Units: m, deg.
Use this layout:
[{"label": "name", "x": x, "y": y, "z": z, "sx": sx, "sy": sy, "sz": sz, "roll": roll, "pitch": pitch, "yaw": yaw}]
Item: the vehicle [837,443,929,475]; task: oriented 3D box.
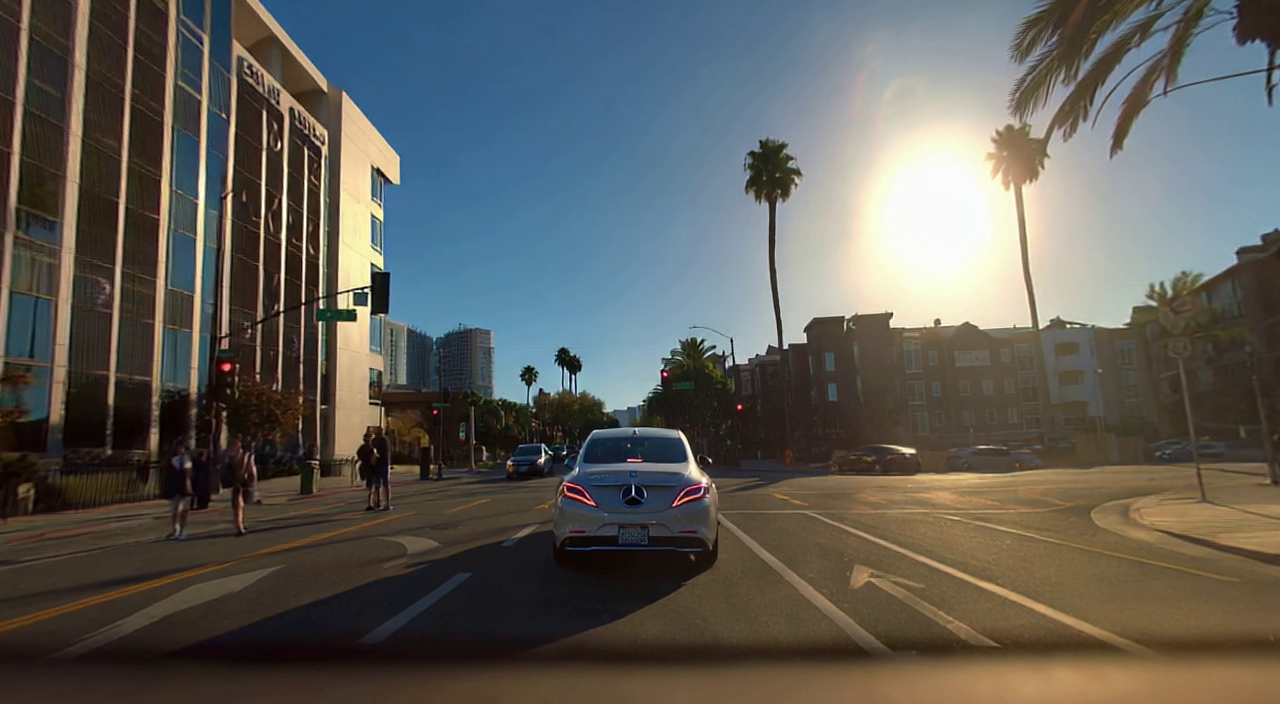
[{"label": "vehicle", "x": 13.587, "y": 6.022, "z": 35.535, "sx": 4.494, "sy": 1.704, "sz": 1.976, "roll": -2, "pitch": -9, "yaw": 12}]

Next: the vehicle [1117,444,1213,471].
[{"label": "vehicle", "x": 32.163, "y": 6.459, "z": 38.769, "sx": 4.234, "sy": 1.613, "sz": 1.812, "roll": 0, "pitch": -8, "yaw": -1}]

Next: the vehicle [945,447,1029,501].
[{"label": "vehicle", "x": 11.916, "y": 4.068, "z": 21.575, "sx": 2.004, "sy": 1.593, "sz": 4.118, "roll": -6, "pitch": -10, "yaw": 34}]

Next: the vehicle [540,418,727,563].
[{"label": "vehicle", "x": -0.081, "y": 1.875, "z": 9.235, "sx": 2.144, "sy": 1.643, "sz": 3.770, "roll": 0, "pitch": -8, "yaw": 0}]

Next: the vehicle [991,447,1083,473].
[{"label": "vehicle", "x": 24.251, "y": 6.604, "z": 38.696, "sx": 4.417, "sy": 1.462, "sz": 1.761, "roll": 0, "pitch": -8, "yaw": -1}]
